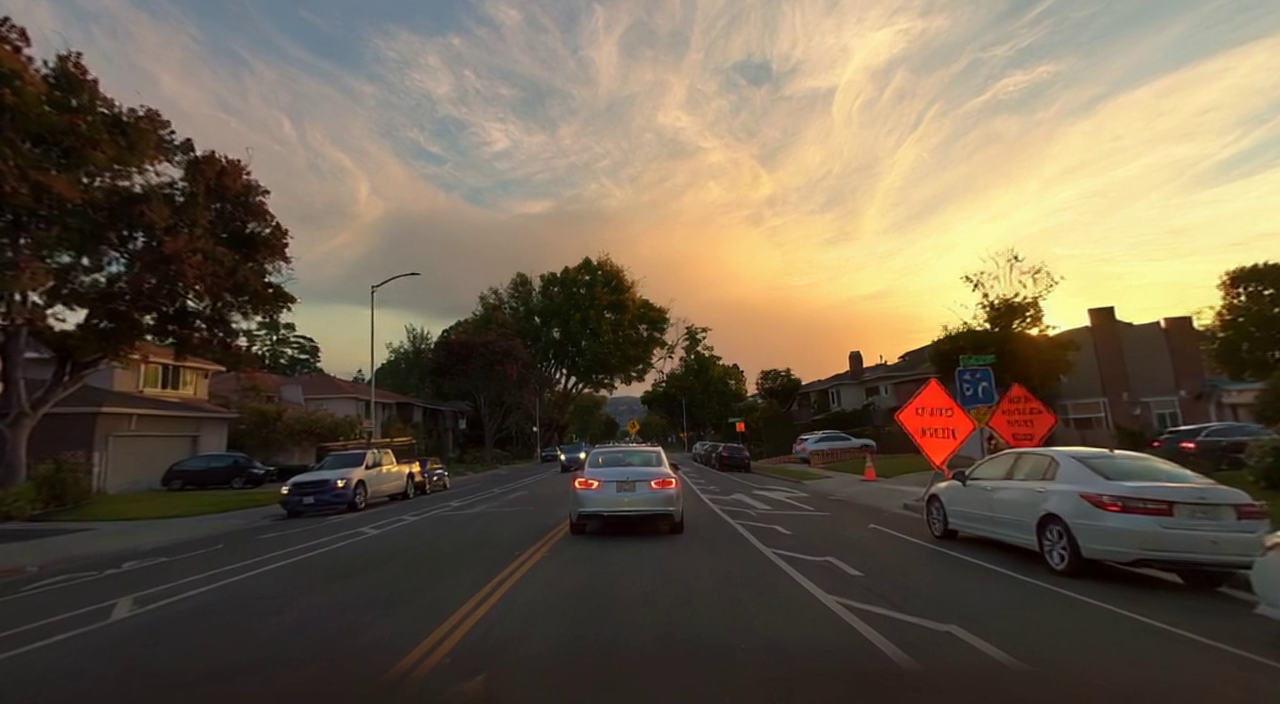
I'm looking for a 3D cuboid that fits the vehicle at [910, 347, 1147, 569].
[{"bbox_3d":[5.272,1.449,8.973,1.409,2.648,2.645,1,-8,-4],"label":"vehicle"}]

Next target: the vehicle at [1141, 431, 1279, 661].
[{"bbox_3d":[5.102,1.076,2.840,1.864,1.480,4.587,0,-9,-1],"label":"vehicle"}]

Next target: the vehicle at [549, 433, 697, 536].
[{"bbox_3d":[-0.235,2.241,11.252,2.151,1.481,4.084,0,-9,0],"label":"vehicle"}]

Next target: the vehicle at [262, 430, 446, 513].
[{"bbox_3d":[-8.148,3.462,18.903,2.659,2.047,6.014,0,-8,0],"label":"vehicle"}]

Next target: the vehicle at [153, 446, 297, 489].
[{"bbox_3d":[-16.629,4.620,25.399,4.468,1.517,1.796,-1,-9,-2],"label":"vehicle"}]

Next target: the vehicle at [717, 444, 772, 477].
[{"bbox_3d":[4.921,5.151,30.159,1.985,1.481,4.116,0,-9,1],"label":"vehicle"}]
